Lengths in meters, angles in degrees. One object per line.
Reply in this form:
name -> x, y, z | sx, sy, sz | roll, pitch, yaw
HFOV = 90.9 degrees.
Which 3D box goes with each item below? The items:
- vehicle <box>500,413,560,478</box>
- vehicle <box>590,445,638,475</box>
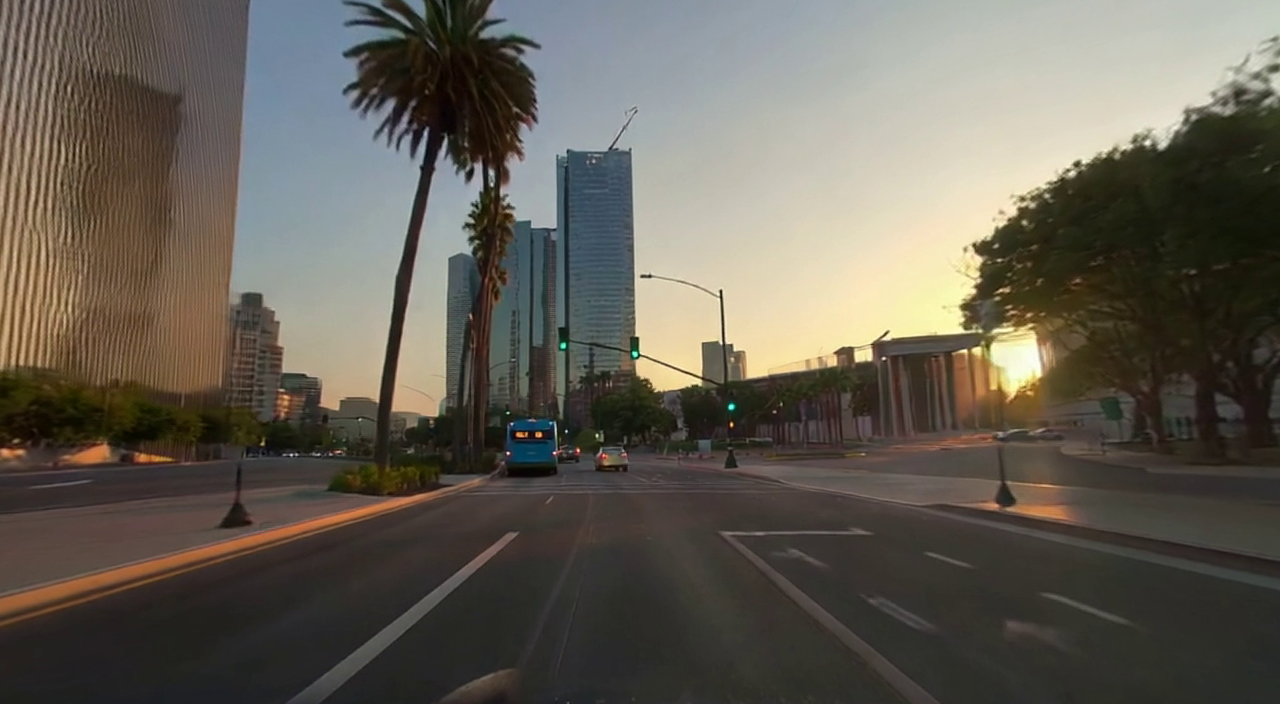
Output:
vehicle -> -5.715, 5.017, 33.991 | 2.678, 3.042, 8.474 | 1, -8, -7
vehicle -> -1.434, 5.624, 33.142 | 2.107, 1.481, 4.097 | 1, -8, -8
